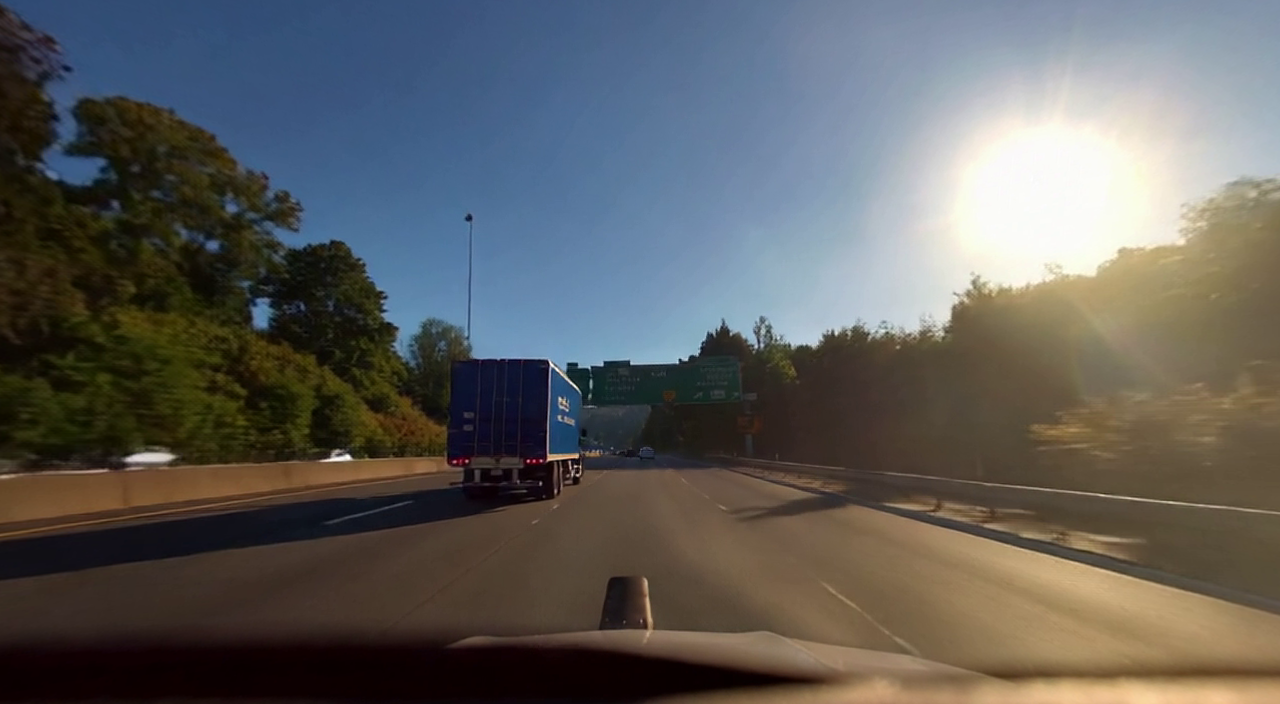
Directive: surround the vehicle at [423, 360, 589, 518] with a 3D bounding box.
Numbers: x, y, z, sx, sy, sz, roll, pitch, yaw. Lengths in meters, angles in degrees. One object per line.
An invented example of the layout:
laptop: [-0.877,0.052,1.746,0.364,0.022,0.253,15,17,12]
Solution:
vehicle: [-2.946,2.245,16.111,2.695,3.151,6.885,0,-9,0]
